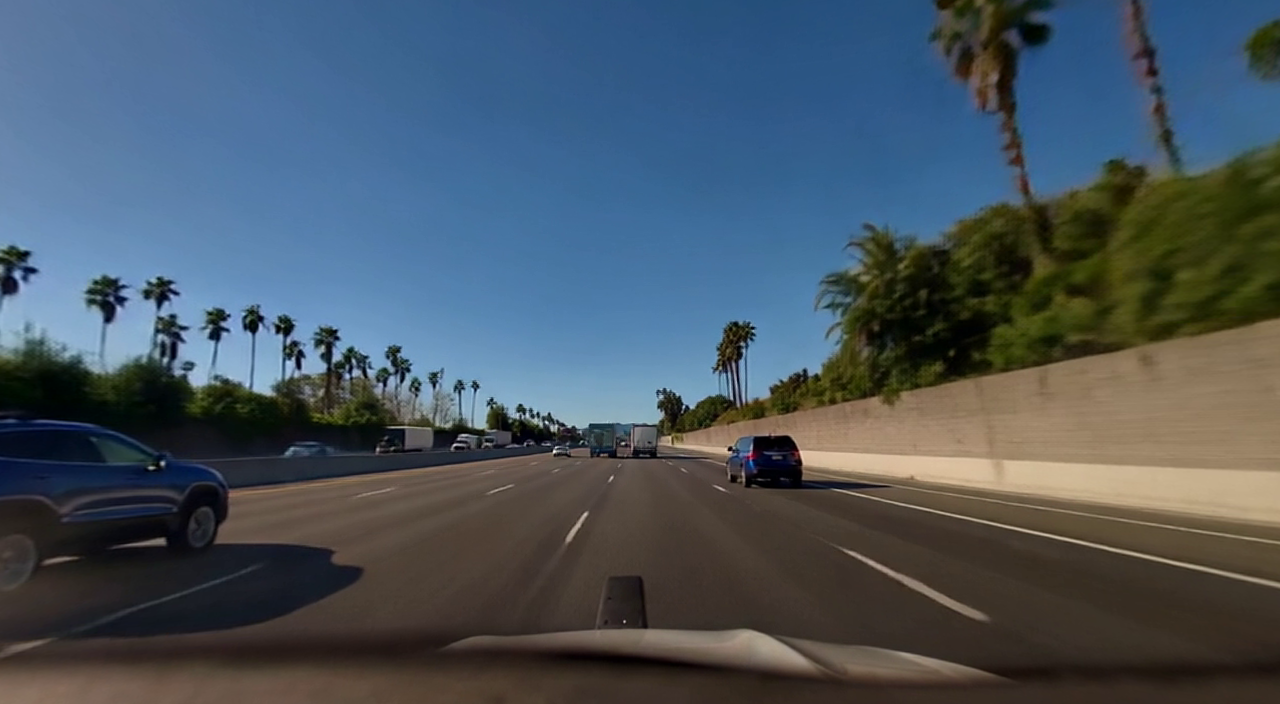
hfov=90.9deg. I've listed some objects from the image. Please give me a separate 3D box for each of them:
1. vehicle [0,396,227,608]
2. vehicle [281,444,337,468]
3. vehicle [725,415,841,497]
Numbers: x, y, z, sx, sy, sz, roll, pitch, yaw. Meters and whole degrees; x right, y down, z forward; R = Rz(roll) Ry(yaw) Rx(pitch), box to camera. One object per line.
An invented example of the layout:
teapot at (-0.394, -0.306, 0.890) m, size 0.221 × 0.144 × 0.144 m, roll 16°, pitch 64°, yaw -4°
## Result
vehicle at (-6.557, 1.334, 5.740) m, size 2.289 × 1.774 × 4.871 m, roll 0°, pitch -8°, yaw 0°
vehicle at (-20.824, 6.565, 39.848) m, size 1.610 × 1.420 × 3.474 m, roll 0°, pitch -8°, yaw 1°
vehicle at (4.266, 3.219, 19.895) m, size 2.408 × 2.210 × 4.999 m, roll 0°, pitch -8°, yaw -1°
